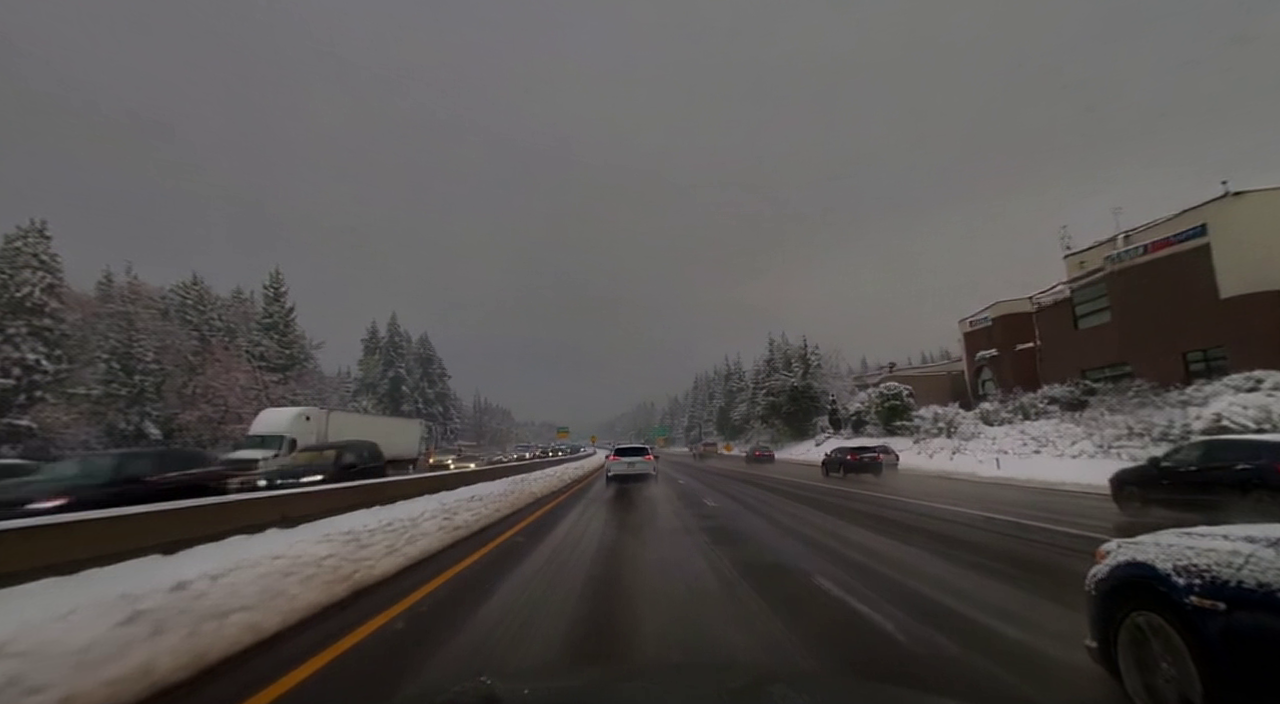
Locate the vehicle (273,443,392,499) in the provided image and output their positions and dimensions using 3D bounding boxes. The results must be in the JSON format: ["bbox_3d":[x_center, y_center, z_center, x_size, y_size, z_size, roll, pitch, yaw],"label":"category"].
[{"bbox_3d":[-11.509,4.450,24.083,2.113,1.873,4.741,0,-9,0],"label":"vehicle"}]

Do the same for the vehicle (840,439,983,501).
[{"bbox_3d":[7.176,3.143,17.248,1.958,1.473,4.201,0,-9,-1],"label":"vehicle"}]

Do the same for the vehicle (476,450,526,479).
[{"bbox_3d":[-8.023,6.492,36.735,1.931,1.541,4.018,0,-9,1],"label":"vehicle"}]

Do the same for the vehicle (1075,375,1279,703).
[{"bbox_3d":[3.343,0.731,1.449,1.967,1.547,3.777,0,-9,0],"label":"vehicle"}]

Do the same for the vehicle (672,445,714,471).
[{"bbox_3d":[3.228,6.495,39.025,2.115,1.481,3.968,0,-9,-2],"label":"vehicle"}]

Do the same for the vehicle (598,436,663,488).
[{"bbox_3d":[-0.373,4.206,24.520,2.298,1.809,4.359,0,-9,-1],"label":"vehicle"}]

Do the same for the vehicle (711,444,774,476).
[{"bbox_3d":[5.043,5.350,31.663,1.934,1.461,4.368,1,-9,-7],"label":"vehicle"}]

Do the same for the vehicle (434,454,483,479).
[{"bbox_3d":[-11.914,7.519,41.662,1.888,1.455,4.410,0,-9,1],"label":"vehicle"}]

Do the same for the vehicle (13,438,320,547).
[{"bbox_3d":[-8.309,2.465,11.862,2.069,1.613,4.660,0,-9,1],"label":"vehicle"}]
